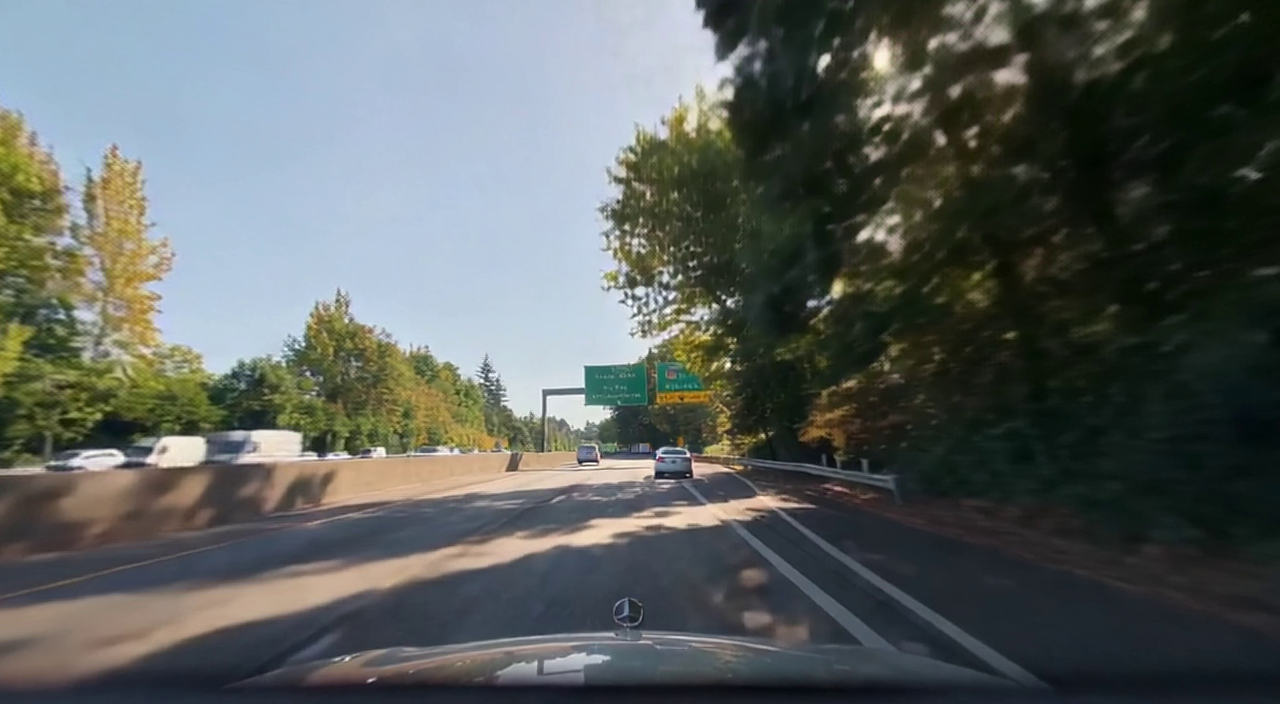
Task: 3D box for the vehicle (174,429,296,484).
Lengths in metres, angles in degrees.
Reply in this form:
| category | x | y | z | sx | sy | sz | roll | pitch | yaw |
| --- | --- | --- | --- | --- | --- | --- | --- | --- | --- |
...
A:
| category | x | y | z | sx | sy | sz | roll | pitch | yaw |
| --- | --- | --- | --- | --- | --- | --- | --- | --- | --- |
| vehicle | -20.887 | 5.439 | 32.934 | 2.343 | 2.581 | 5.934 | -1 | -9 | 0 |

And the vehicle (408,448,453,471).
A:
| category | x | y | z | sx | sy | sz | roll | pitch | yaw |
| --- | --- | --- | --- | --- | --- | --- | --- | --- | --- |
| vehicle | -16.103 | 8.309 | 48.685 | 1.949 | 1.656 | 4.285 | -1 | -9 | 1 |

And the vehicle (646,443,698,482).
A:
| category | x | y | z | sx | sy | sz | roll | pitch | yaw |
| --- | --- | --- | --- | --- | --- | --- | --- | --- | --- |
| vehicle | 1.262 | 4.527 | 26.014 | 1.960 | 1.456 | 3.818 | -1 | -9 | 1 |

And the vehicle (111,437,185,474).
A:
| category | x | y | z | sx | sy | sz | roll | pitch | yaw |
| --- | --- | --- | --- | --- | --- | --- | --- | --- | --- |
| vehicle | -34.060 | 7.178 | 43.756 | 2.055 | 2.409 | 3.763 | 0 | -9 | -3 |

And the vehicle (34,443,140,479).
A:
| category | x | y | z | sx | sy | sz | roll | pitch | yaw |
| --- | --- | --- | --- | --- | --- | --- | --- | --- | --- |
| vehicle | -33.606 | 6.617 | 38.524 | 2.119 | 2.041 | 4.992 | 0 | -9 | -4 |
